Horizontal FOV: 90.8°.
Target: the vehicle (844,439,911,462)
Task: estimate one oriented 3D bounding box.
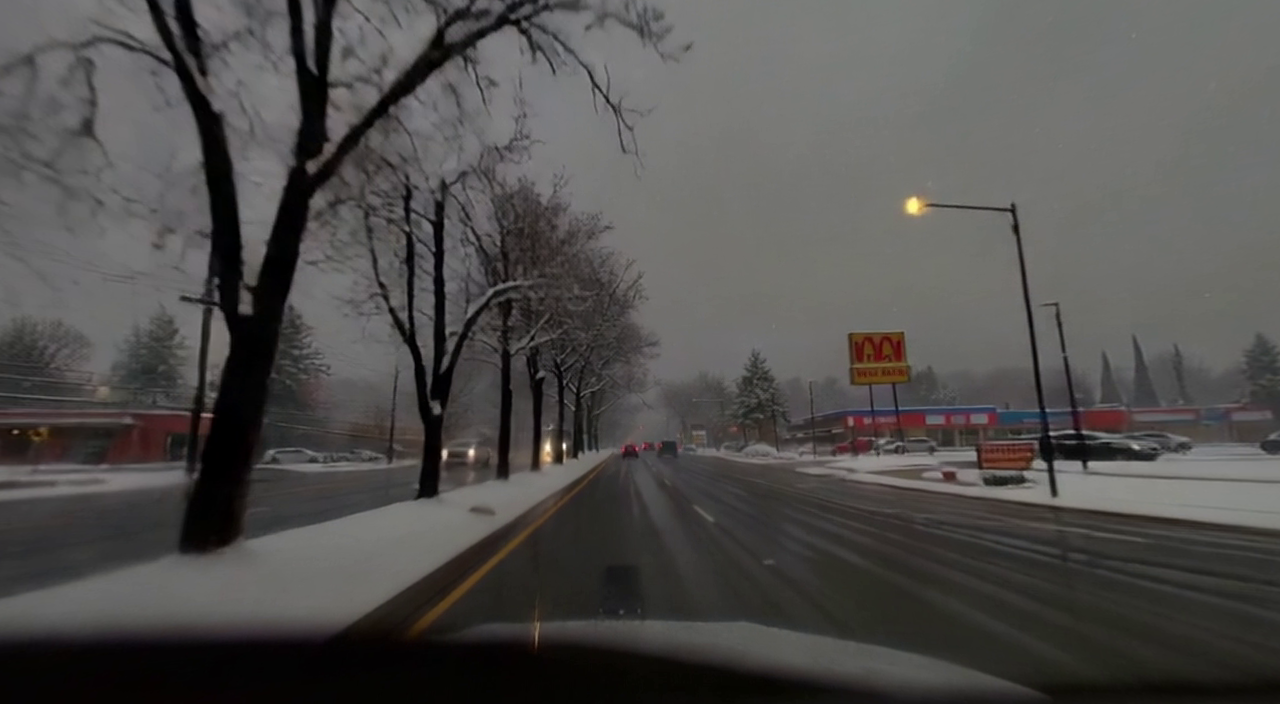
[{"bbox_3d":[17.700,7.366,47.184,4.264,1.428,1.822,-3,-10,4],"label":"vehicle"}]

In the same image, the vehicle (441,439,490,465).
[{"bbox_3d":[-12.944,7.481,47.300,2.057,1.795,5.300,0,-9,1],"label":"vehicle"}]

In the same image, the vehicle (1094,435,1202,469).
[{"bbox_3d":[27.283,5.359,34.157,2.066,1.655,4.485,-2,-8,1],"label":"vehicle"}]

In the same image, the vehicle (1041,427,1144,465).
[{"bbox_3d":[24.556,5.158,34.550,2.136,1.872,4.695,-1,-9,2],"label":"vehicle"}]

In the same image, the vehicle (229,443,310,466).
[{"bbox_3d":[-28.899,8.022,49.433,4.886,1.698,2.224,0,-9,-3],"label":"vehicle"}]

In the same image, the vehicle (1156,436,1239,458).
[{"bbox_3d":[40.393,6.921,45.945,1.986,1.538,4.484,0,-8,2],"label":"vehicle"}]
